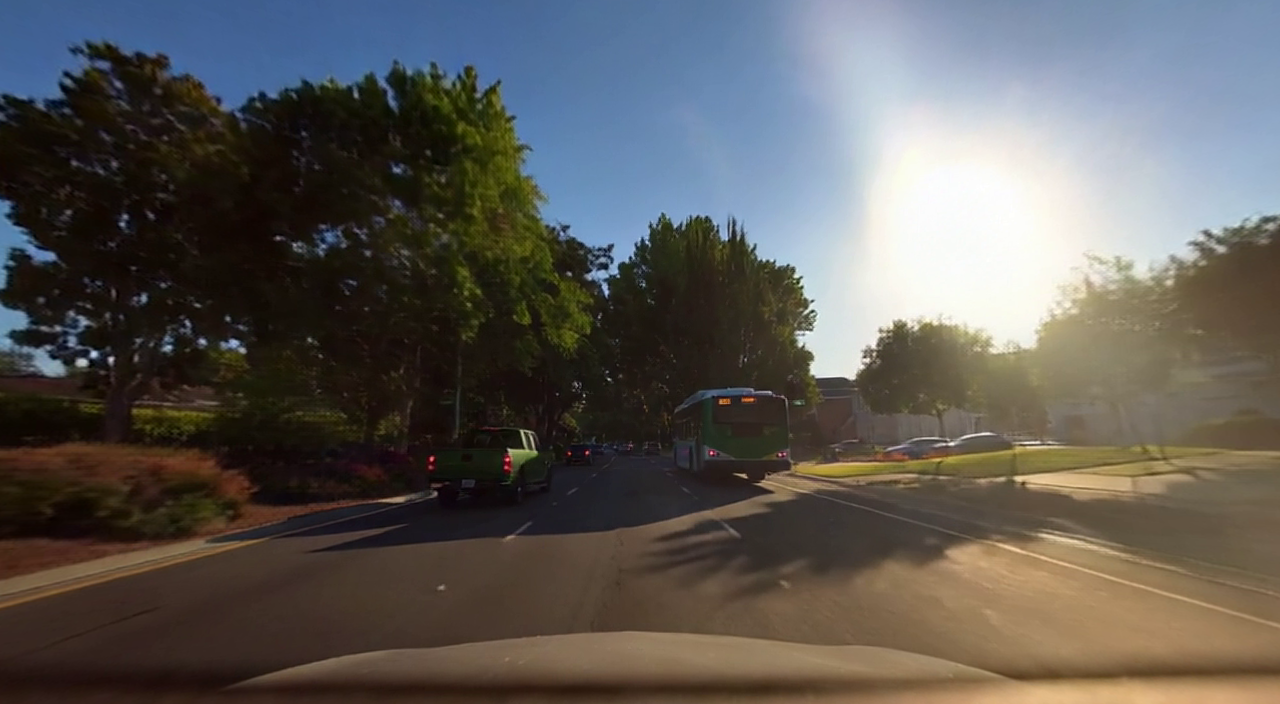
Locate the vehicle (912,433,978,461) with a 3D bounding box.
[{"bbox_3d":[19.049,5.962,39.606,2.062,1.683,4.209,0,-8,2],"label":"vehicle"}]

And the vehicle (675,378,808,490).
[{"bbox_3d":[3.314,3.320,24.807,3.059,3.264,12.623,0,-8,0],"label":"vehicle"}]

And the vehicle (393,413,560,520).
[{"bbox_3d":[-3.183,2.379,13.604,2.074,1.849,5.137,0,-8,2],"label":"vehicle"}]

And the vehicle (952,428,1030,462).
[{"bbox_3d":[21.770,5.799,39.360,2.152,1.945,4.827,0,-8,1],"label":"vehicle"}]

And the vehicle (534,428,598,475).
[{"bbox_3d":[-3.481,4.875,31.046,2.513,2.066,5.820,0,-8,0],"label":"vehicle"}]
